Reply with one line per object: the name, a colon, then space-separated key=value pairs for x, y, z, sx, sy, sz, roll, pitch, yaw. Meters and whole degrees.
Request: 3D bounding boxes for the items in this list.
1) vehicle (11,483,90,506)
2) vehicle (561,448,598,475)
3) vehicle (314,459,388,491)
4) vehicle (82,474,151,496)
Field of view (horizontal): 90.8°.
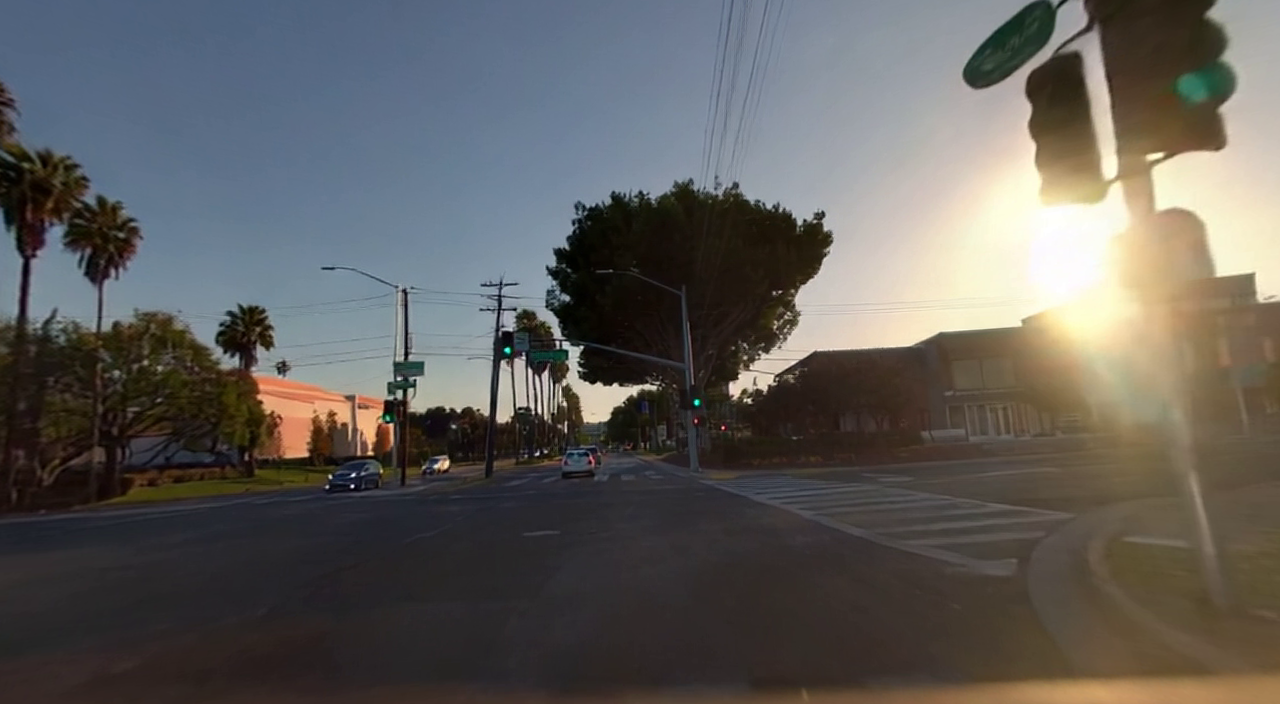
vehicle: x=-41.629 y=10.064 z=44.664 sx=3.543 sy=1.445 sz=1.912 roll=0 pitch=-9 yaw=-3
vehicle: x=-3.558 y=6.484 z=37.730 sx=2.063 sy=1.474 sz=4.334 roll=0 pitch=-9 yaw=-4
vehicle: x=-15.613 y=6.645 z=34.410 sx=1.997 sy=1.480 sz=4.715 roll=0 pitch=-9 yaw=-3
vehicle: x=-41.349 y=10.510 z=49.949 sx=3.829 sy=1.510 sz=1.790 roll=0 pitch=-9 yaw=-3
